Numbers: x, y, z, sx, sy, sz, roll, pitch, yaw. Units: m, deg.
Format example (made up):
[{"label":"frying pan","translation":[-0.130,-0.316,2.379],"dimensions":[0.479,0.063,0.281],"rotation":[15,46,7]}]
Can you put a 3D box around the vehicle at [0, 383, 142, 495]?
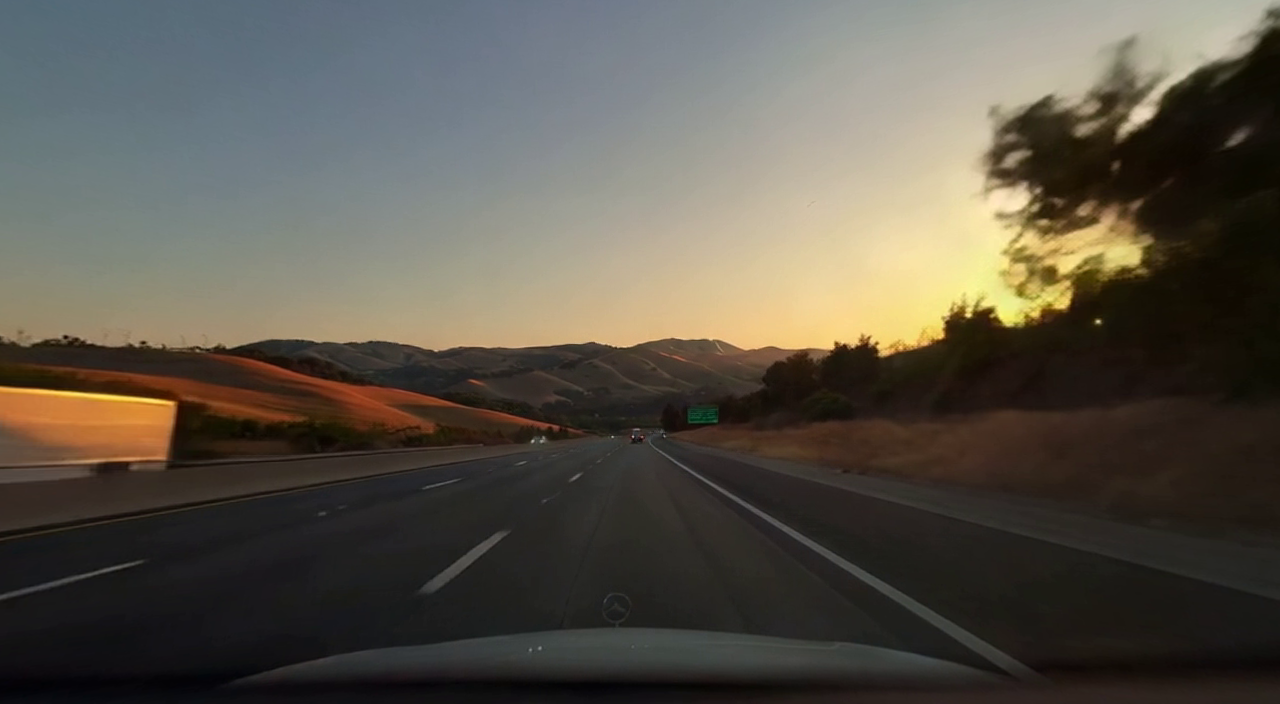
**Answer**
[{"label":"vehicle","translation":[-23.146,2.933,21.139],"dimensions":[3.093,3.762,12.209],"rotation":[0,-8,-2]}]
